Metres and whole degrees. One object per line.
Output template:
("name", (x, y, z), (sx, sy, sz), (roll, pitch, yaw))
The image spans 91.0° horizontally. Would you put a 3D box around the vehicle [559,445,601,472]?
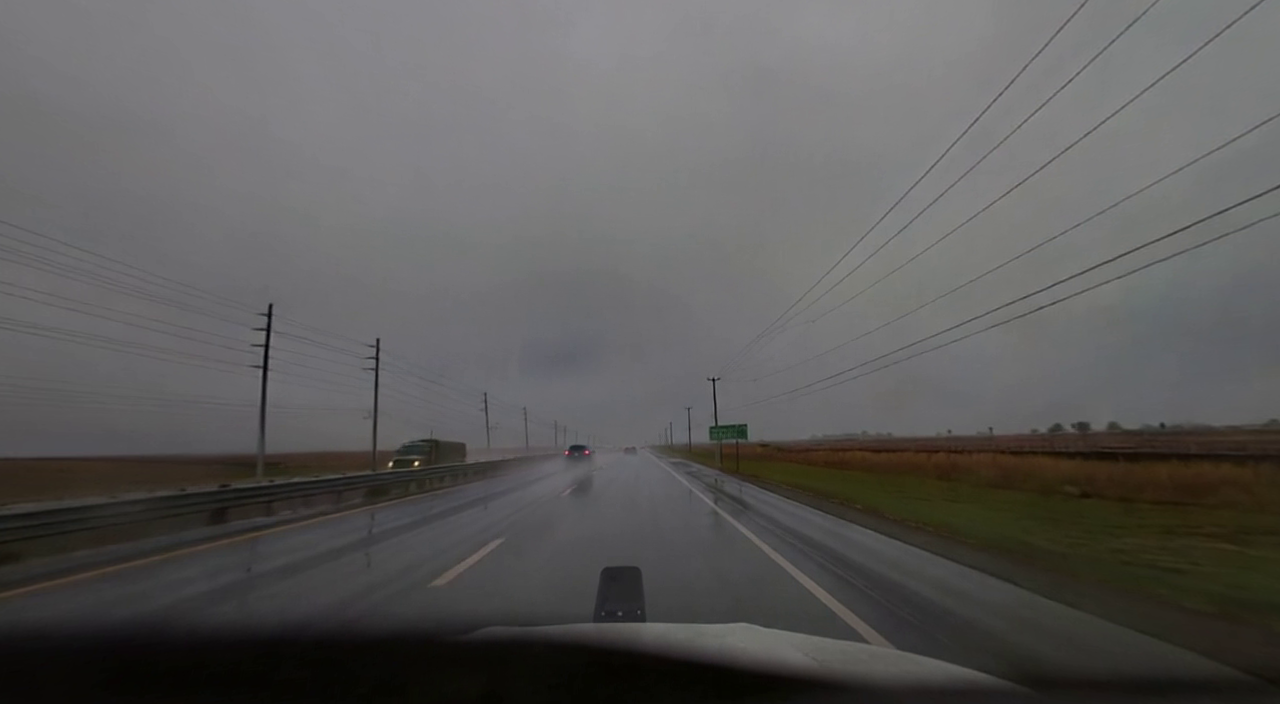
("vehicle", (-3.660, 6.597, 39.130), (2.106, 1.543, 4.465), (0, -9, 1))
